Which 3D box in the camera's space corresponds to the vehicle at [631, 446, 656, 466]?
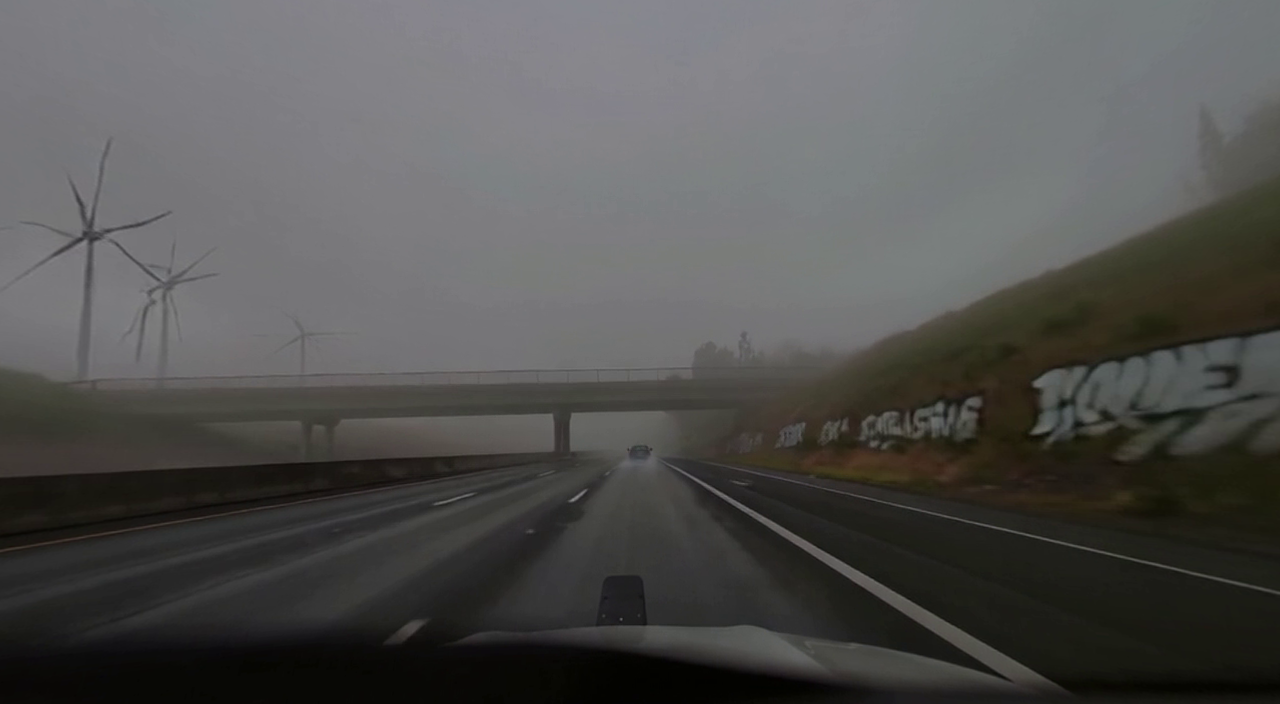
[{"bbox_3d":[0.269,8.110,49.126,1.870,1.481,4.234,0,-9,-1],"label":"vehicle"}]
